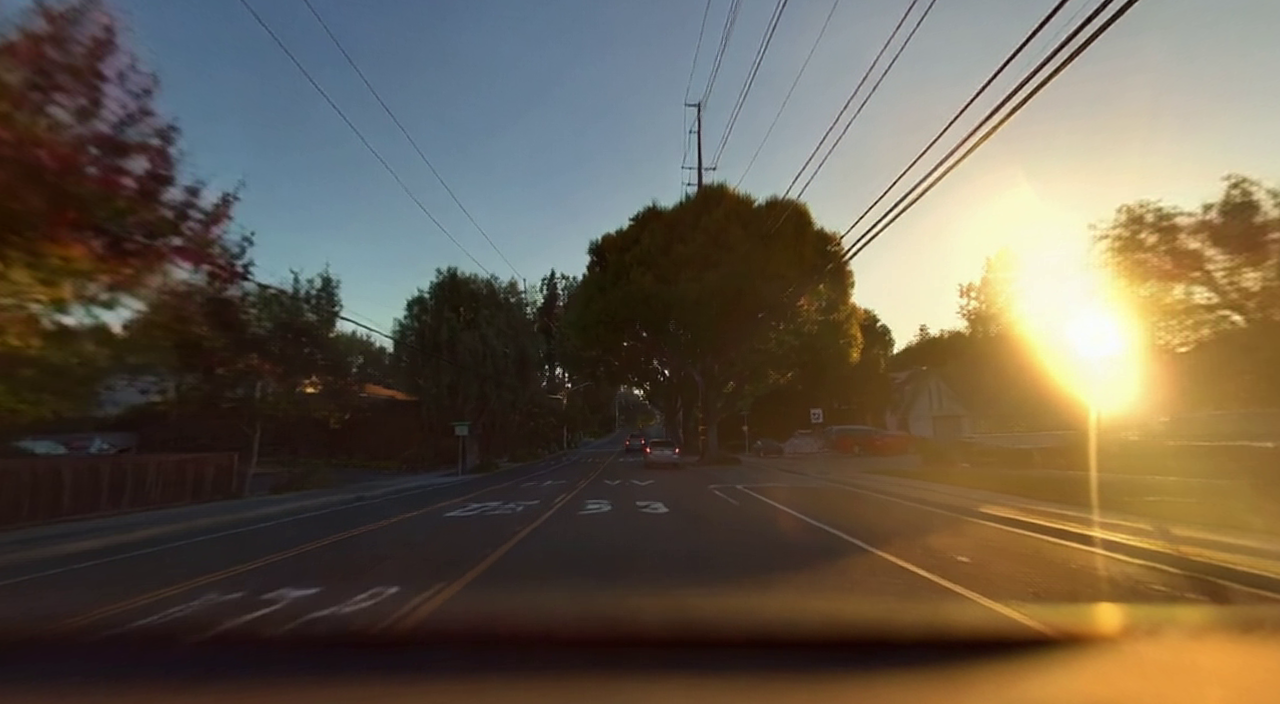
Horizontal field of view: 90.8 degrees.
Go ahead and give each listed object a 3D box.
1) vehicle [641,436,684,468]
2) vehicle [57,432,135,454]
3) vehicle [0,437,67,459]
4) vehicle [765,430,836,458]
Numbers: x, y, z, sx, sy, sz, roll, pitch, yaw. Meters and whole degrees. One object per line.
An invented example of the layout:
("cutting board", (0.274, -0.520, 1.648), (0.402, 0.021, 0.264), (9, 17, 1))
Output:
("vehicle", (1.053, 4.982, 31.531), (1.975, 1.497, 3.647), (0, -8, 0))
("vehicle", (-40.473, 6.744, 47.050), (4.127, 1.528, 1.708), (-1, -8, 0))
("vehicle", (-40.481, 6.320, 41.596), (3.825, 1.441, 1.672), (0, -9, 0))
("vehicle", (12.129, 6.928, 47.682), (4.635, 2.026, 2.258), (3, -9, -18))
